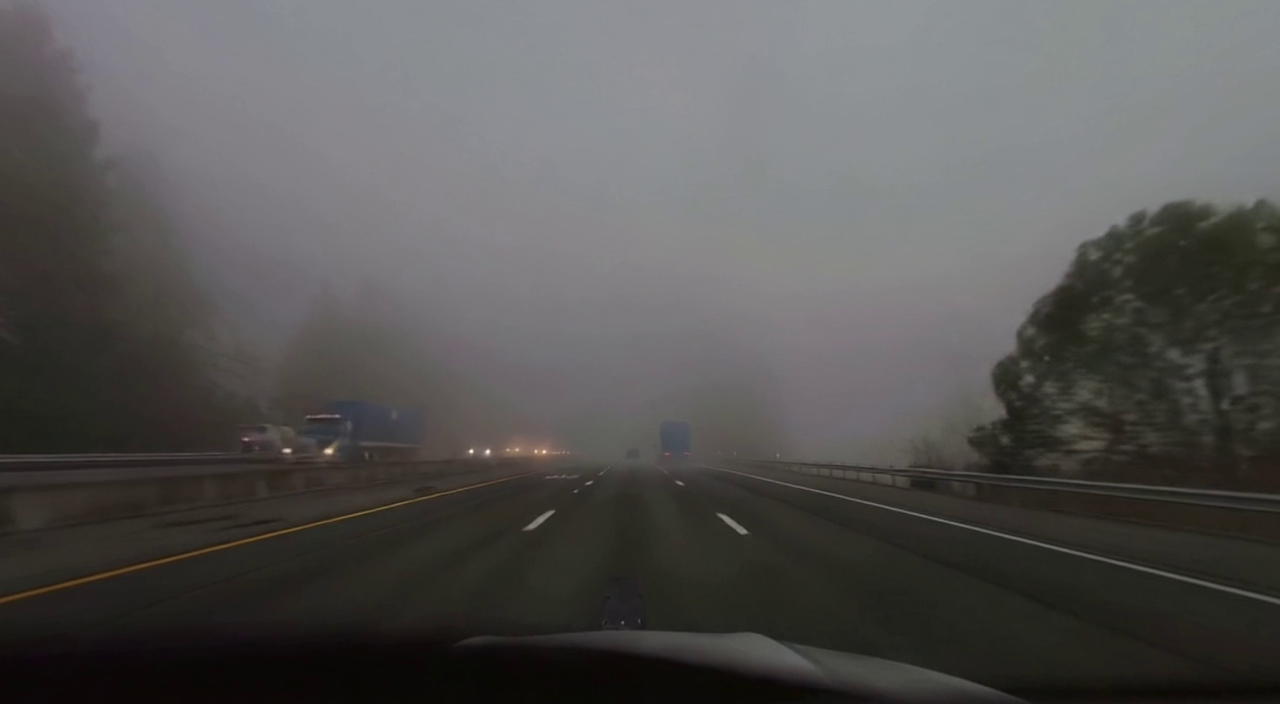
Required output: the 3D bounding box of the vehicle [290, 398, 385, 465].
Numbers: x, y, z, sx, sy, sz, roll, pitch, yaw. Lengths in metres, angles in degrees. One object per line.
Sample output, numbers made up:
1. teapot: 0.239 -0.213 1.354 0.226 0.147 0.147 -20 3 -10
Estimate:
1. vehicle: -20.143 5.452 42.469 3.050 4.121 6.527 0 -9 -1
